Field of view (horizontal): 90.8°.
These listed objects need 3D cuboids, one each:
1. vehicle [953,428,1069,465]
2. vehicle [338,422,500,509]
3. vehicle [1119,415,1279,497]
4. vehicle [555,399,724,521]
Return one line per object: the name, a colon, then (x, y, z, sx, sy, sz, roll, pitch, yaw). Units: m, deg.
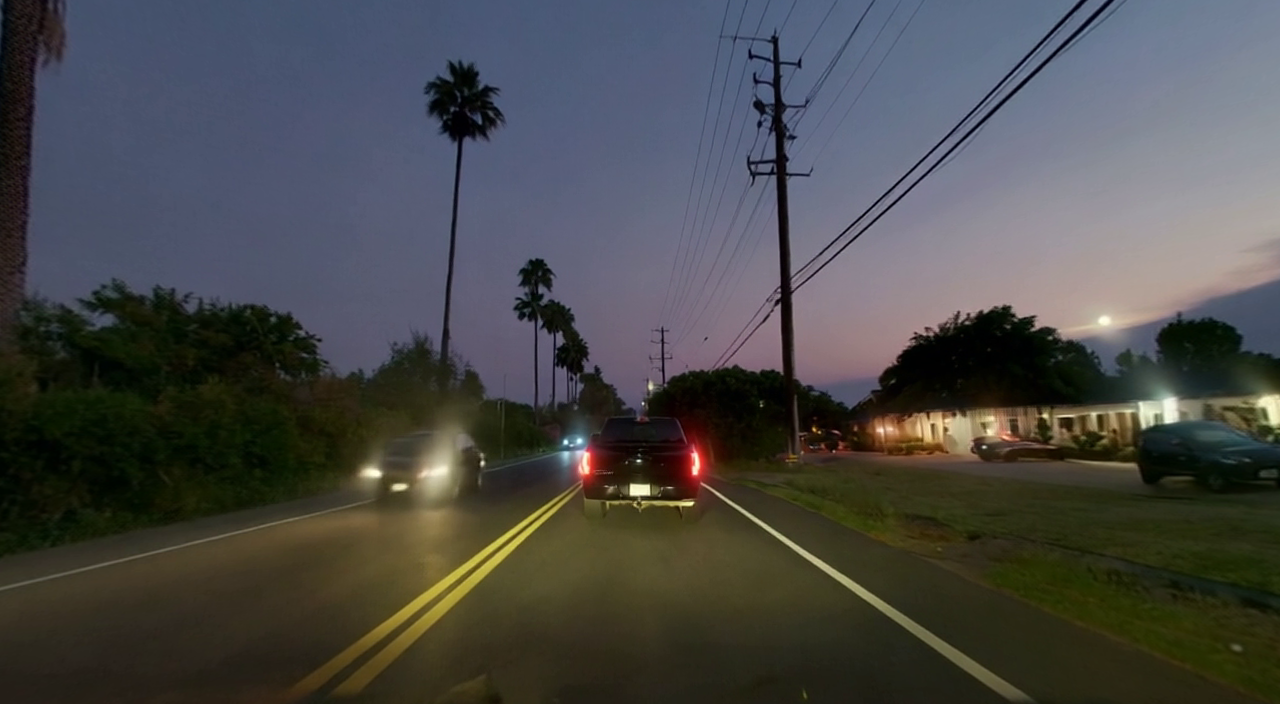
vehicle: (20.354, 5.263, 35.131, 2.277, 1.836, 6.267, 0, -9, -4)
vehicle: (-5.256, 2.788, 16.066, 2.271, 1.798, 5.412, 0, -8, -1)
vehicle: (16.077, 2.870, 17.791, 2.338, 1.917, 6.076, -3, -9, 20)
vehicle: (0.013, 2.266, 13.714, 2.848, 2.047, 5.885, 0, -8, 0)
